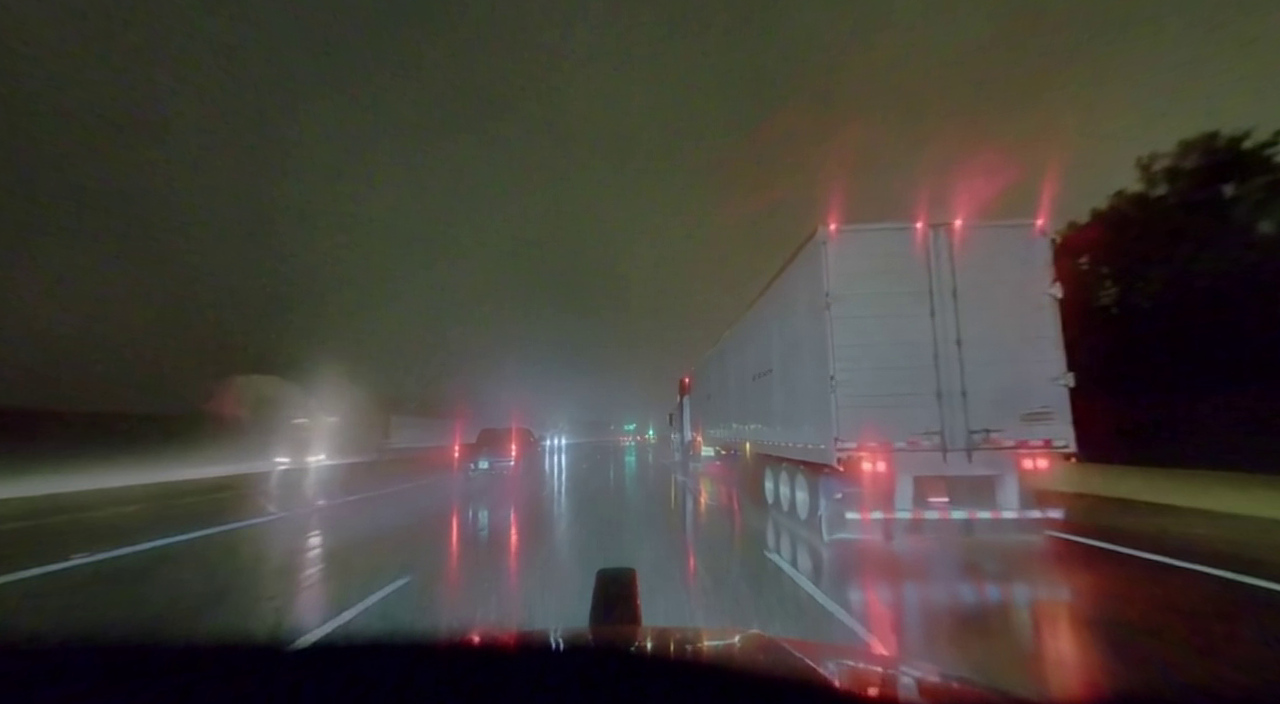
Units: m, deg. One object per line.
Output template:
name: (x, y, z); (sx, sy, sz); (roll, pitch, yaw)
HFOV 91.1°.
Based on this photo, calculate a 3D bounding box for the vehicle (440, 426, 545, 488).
vehicle: (-4.155, 3.024, 18.465); (2.044, 1.604, 4.144); (0, -8, 0)

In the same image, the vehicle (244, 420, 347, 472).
vehicle: (-19.636, 5.409, 36.327); (2.406, 2.717, 6.227); (0, -8, 0)

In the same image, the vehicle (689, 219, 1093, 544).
vehicle: (3.821, 1.502, 16.783); (3.144, 4.168, 17.594); (0, -8, -2)
